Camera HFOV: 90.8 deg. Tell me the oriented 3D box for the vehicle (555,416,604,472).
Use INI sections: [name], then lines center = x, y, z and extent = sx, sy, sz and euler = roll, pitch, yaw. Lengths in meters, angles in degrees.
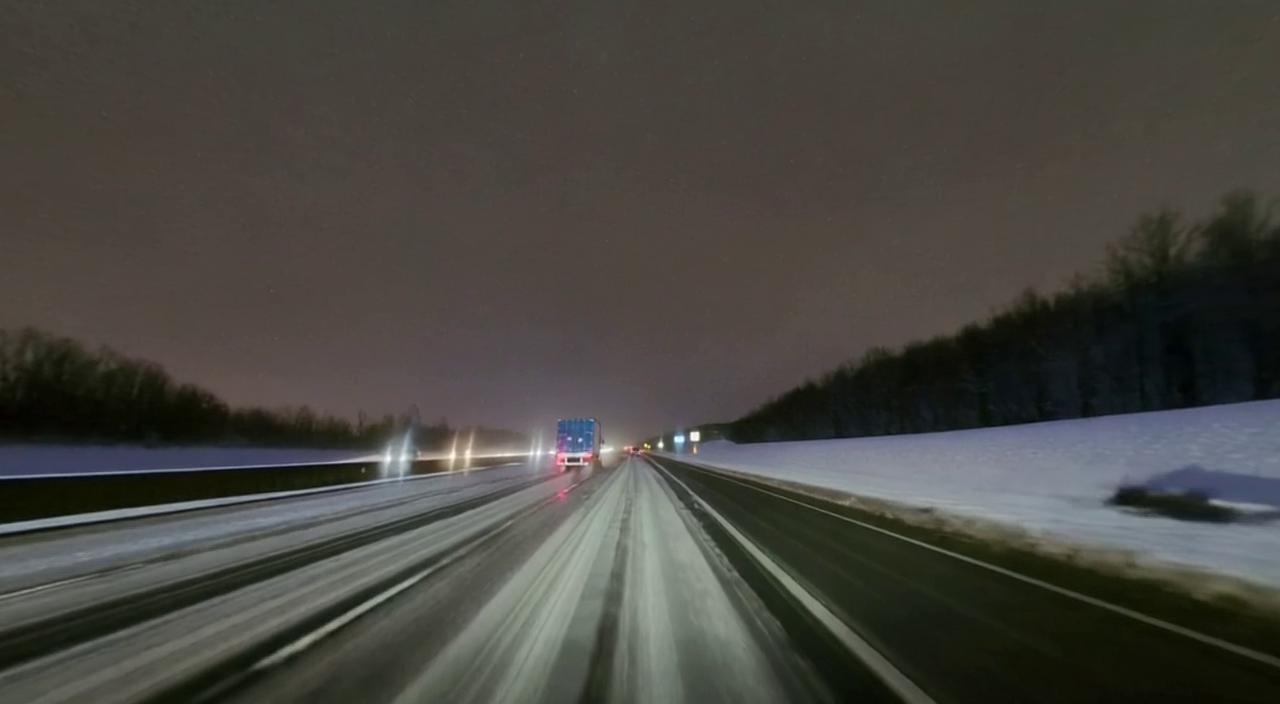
[vehicle]
center = -4.013, 6.373, 43.519
extent = 2.707, 3.461, 7.191
euler = 0, -9, -1
